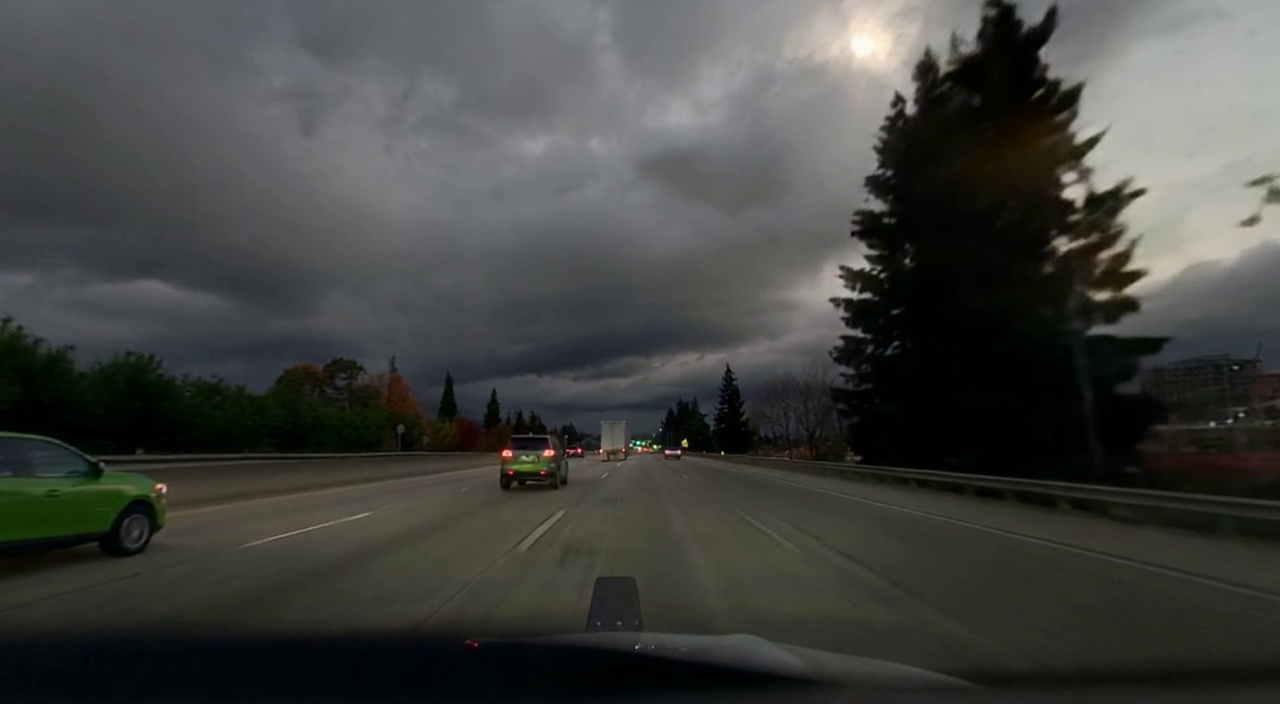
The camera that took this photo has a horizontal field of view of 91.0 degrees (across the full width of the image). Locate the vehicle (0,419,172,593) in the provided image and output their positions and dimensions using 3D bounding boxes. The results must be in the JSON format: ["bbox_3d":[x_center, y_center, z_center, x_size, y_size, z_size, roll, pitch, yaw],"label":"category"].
[{"bbox_3d":[-6.633,1.320,5.380,1.969,1.520,4.190,1,-9,1],"label":"vehicle"}]

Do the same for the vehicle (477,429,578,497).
[{"bbox_3d":[-3.181,3.244,18.785,2.111,1.742,4.315,0,-9,1],"label":"vehicle"}]
